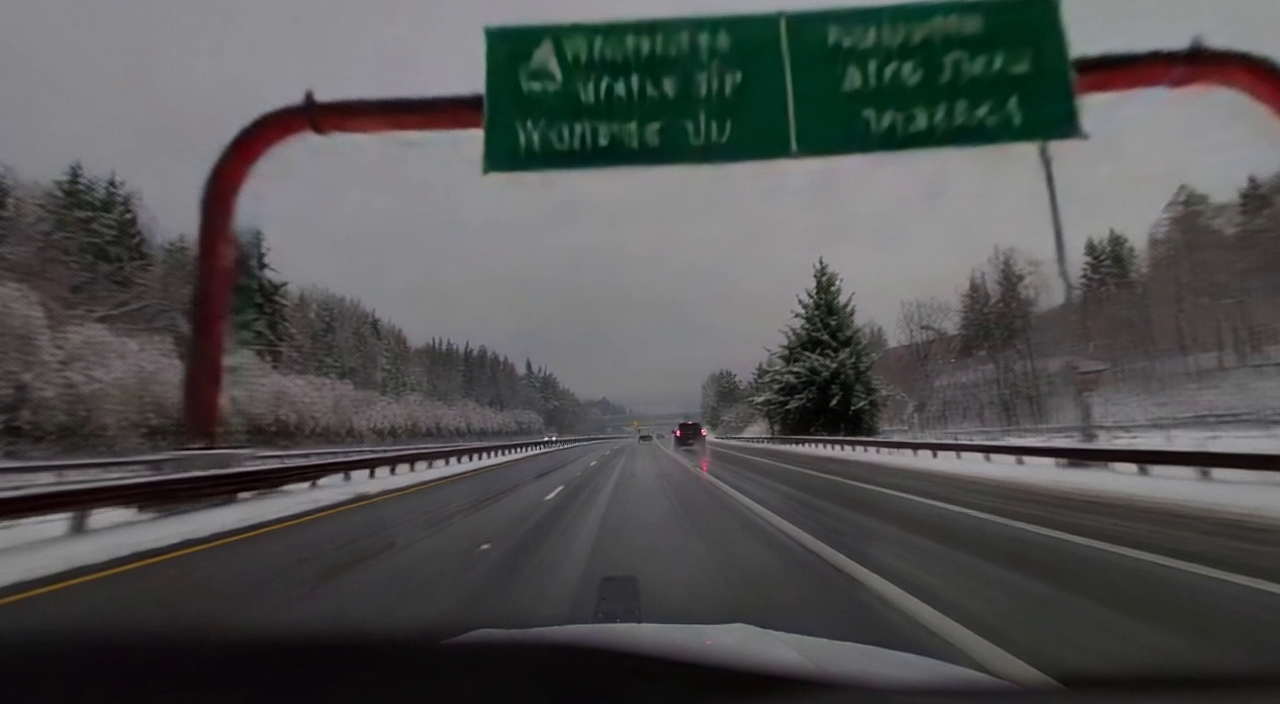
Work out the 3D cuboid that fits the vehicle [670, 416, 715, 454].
[{"bbox_3d":[3.367,5.459,41.306,2.450,2.314,4.753,0,-8,-1],"label":"vehicle"}]
